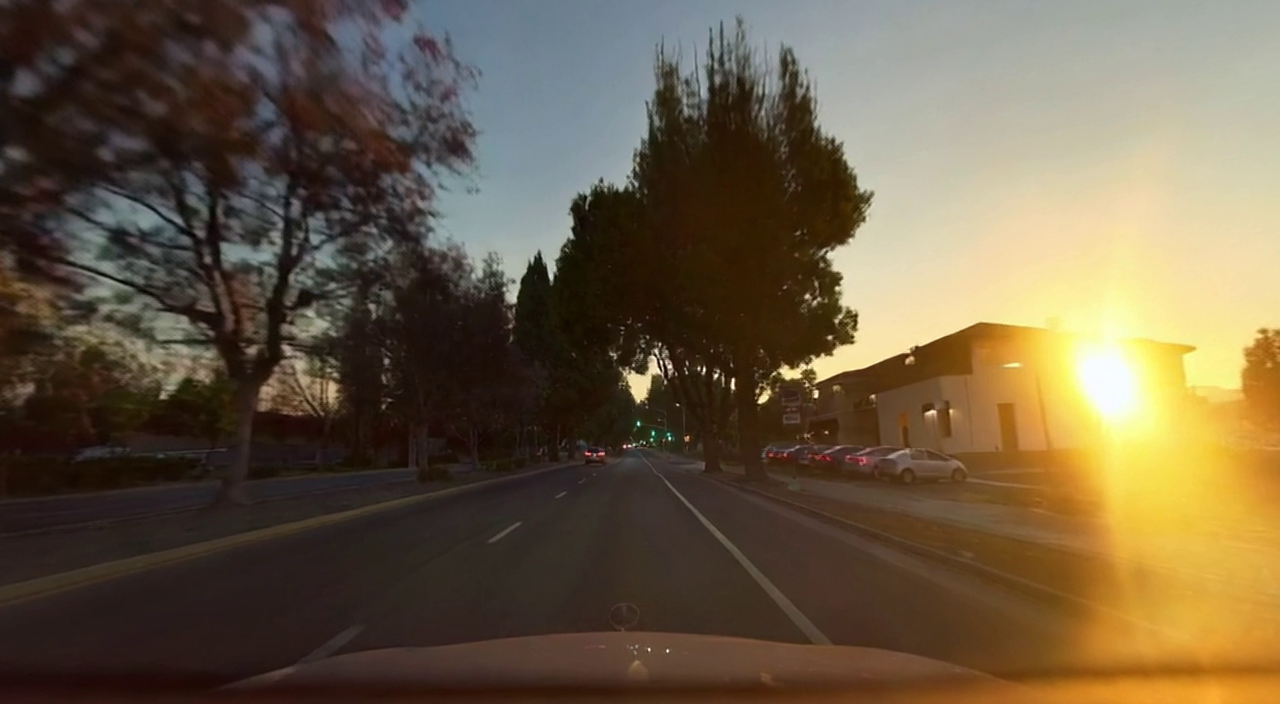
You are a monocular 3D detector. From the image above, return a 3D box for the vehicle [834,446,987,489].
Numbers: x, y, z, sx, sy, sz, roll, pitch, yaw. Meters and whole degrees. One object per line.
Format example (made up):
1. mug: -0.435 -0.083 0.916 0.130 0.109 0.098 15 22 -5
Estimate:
1. vehicle: 9.562 4.088 22.587 4.466 1.440 2.091 1 -9 -5
